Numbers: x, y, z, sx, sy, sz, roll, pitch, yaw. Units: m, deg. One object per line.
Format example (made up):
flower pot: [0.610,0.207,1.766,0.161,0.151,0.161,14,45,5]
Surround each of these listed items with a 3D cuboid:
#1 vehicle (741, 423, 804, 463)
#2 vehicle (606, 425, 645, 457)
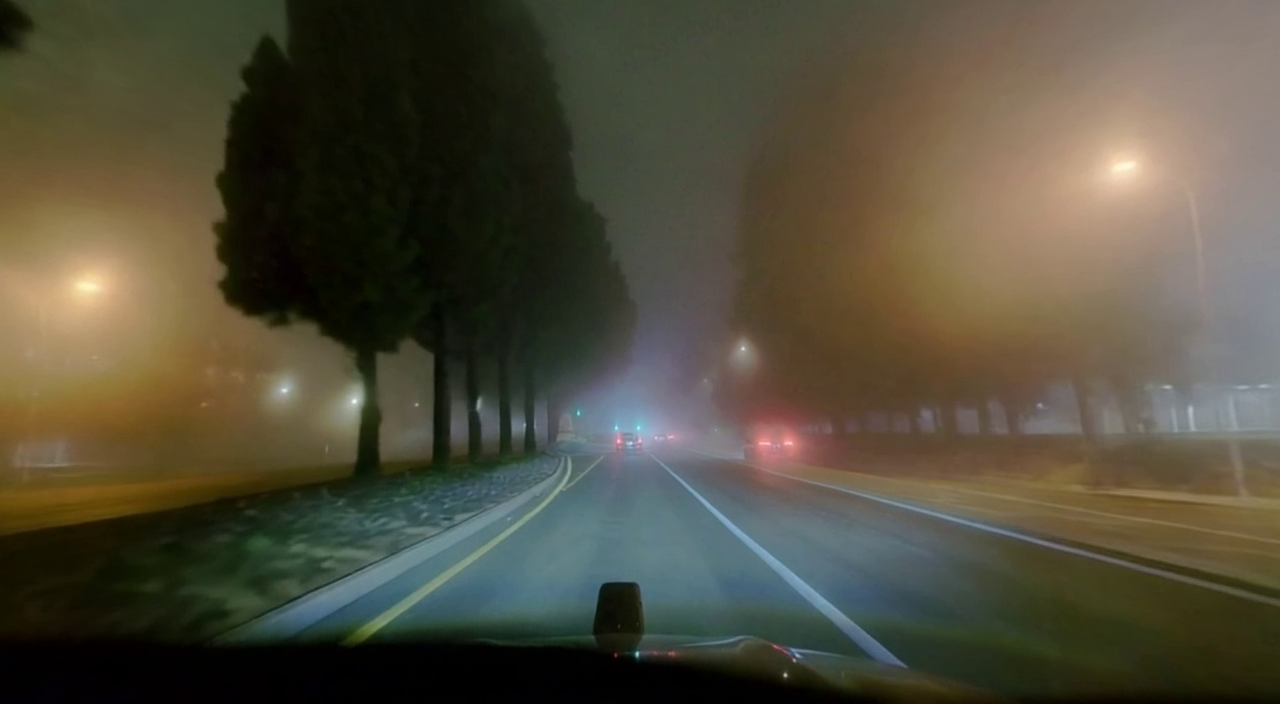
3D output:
vehicle: [6.411,4.493,31.116,2.026,1.804,4.565,0,-8,-1]
vehicle: [-0.878,5.312,37.670,2.193,1.794,4.457,0,-8,-2]
